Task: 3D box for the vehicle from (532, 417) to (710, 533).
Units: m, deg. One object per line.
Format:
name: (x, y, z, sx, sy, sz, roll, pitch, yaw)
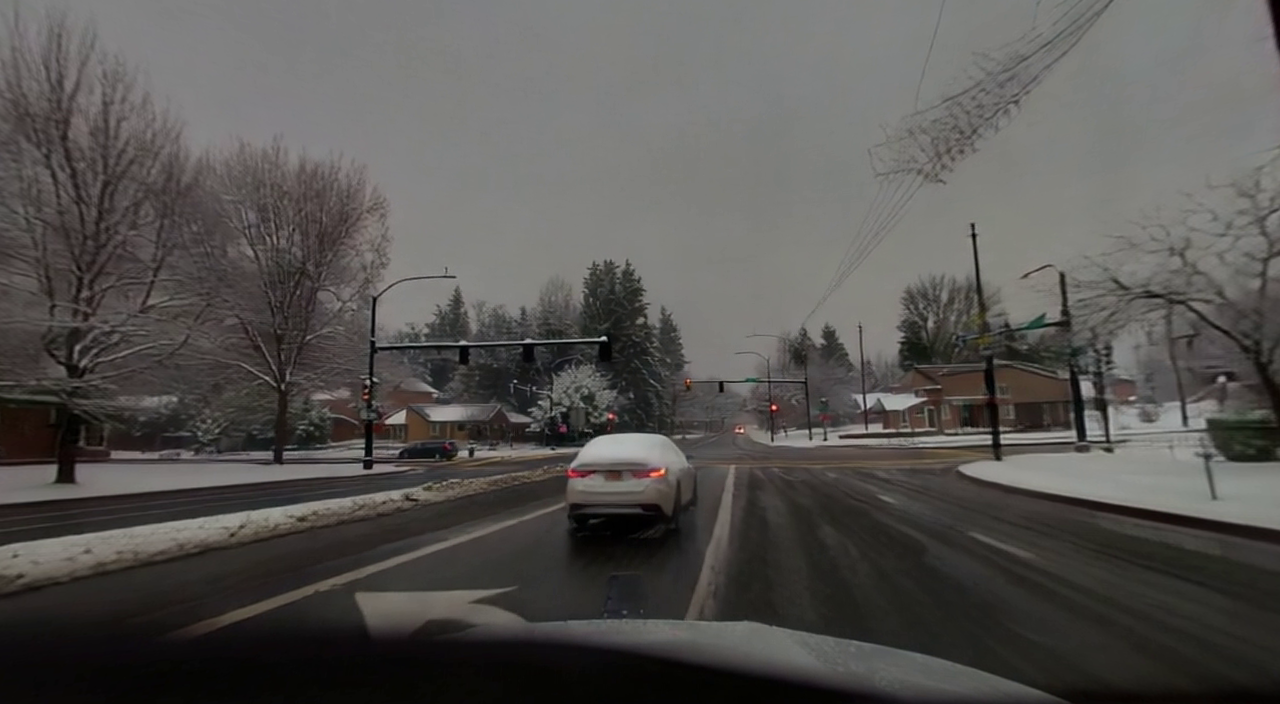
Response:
vehicle: (-0.026, 2.066, 11.223, 2.139, 1.564, 4.901, -1, -9, 10)
